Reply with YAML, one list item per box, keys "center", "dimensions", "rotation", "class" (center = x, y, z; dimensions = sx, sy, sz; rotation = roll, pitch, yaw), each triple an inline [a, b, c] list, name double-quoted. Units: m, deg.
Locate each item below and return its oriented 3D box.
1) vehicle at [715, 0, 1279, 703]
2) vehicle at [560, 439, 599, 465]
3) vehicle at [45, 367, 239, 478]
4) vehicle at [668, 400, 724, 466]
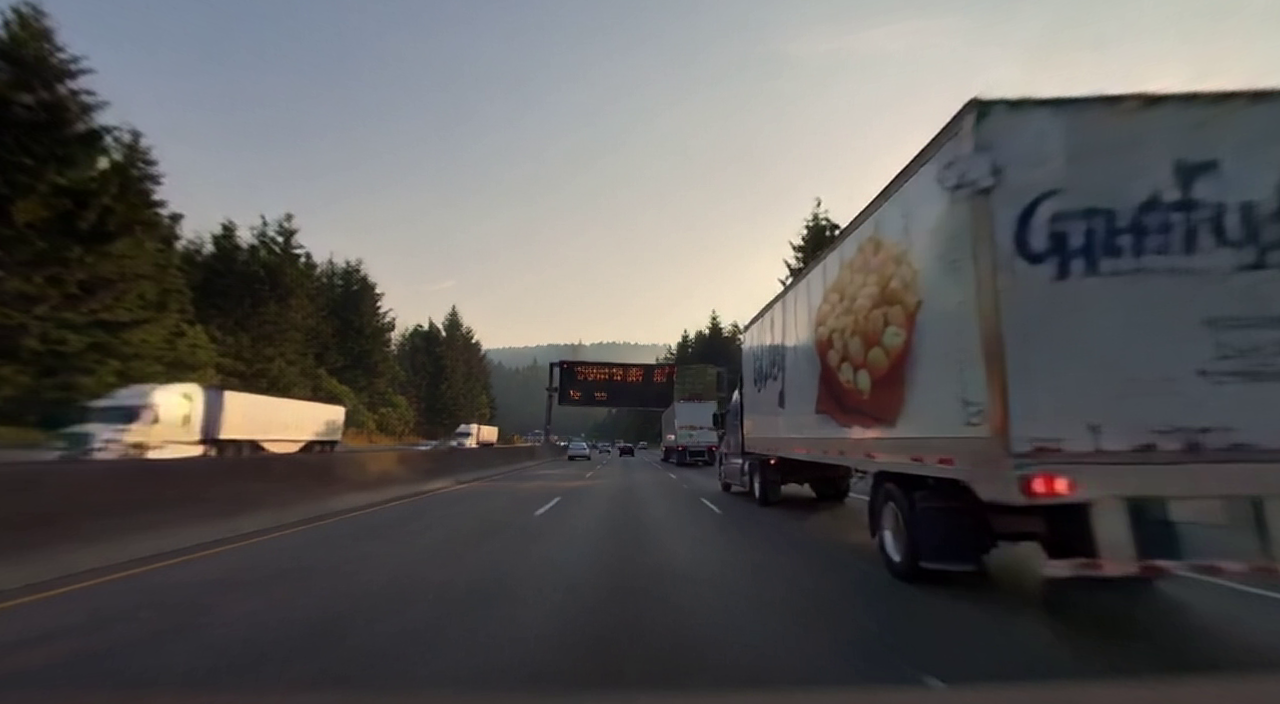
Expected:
- center: [3.669, 0.621, 9.550]
  dimensions: [3.116, 3.992, 13.748]
  rotation: [0, -8, -1]
  class: "vehicle"
- center: [-3.938, 6.631, 41.874]
  dimensions: [2.206, 1.644, 4.027]
  rotation: [0, -8, 0]
  class: "vehicle"
- center: [-20.358, 3.036, 26.337]
  dimensions: [3.025, 4.066, 6.003]
  rotation: [0, -8, -1]
  class: "vehicle"
- center: [3.679, 5.758, 43.715]
  dimensions: [3.085, 4.062, 8.965]
  rotation: [0, -9, 0]
  class: "vehicle"
